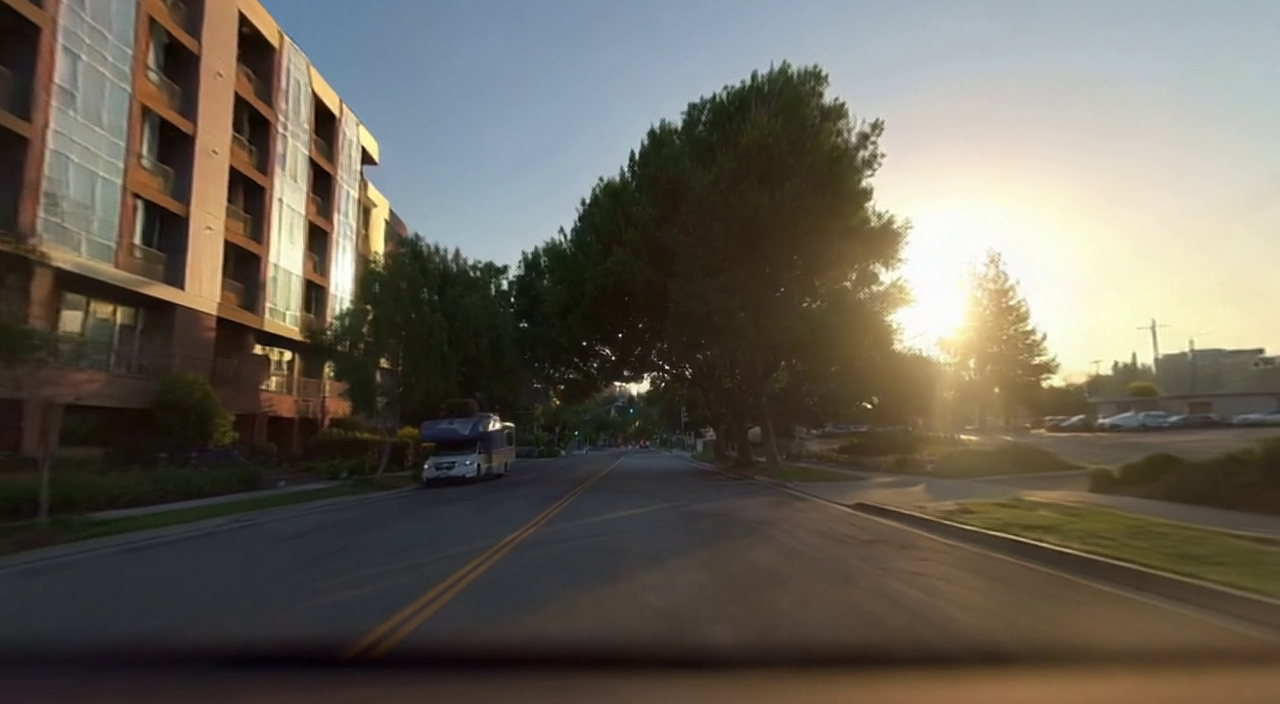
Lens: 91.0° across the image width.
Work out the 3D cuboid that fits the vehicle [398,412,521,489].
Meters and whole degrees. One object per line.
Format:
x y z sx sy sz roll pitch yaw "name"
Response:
-7.326 4.132 26.931 3.108 2.771 7.999 0 -8 -2 "vehicle"
